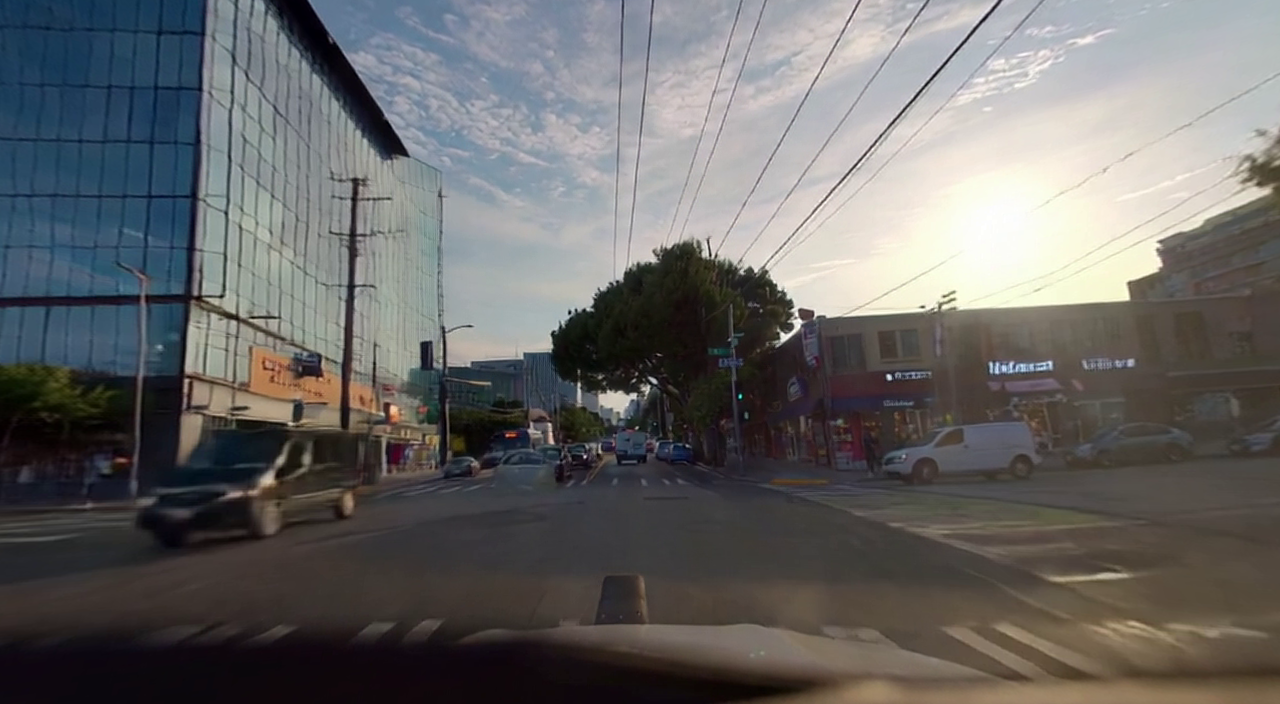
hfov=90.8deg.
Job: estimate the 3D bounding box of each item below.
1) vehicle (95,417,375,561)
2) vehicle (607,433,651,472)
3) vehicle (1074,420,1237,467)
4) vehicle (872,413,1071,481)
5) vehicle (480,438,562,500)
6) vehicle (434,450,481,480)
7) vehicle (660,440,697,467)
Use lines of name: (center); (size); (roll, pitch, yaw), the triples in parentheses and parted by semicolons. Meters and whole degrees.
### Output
vehicle: (-6.628, 2.216, 11.193); (2.090, 1.975, 4.657); (0, -8, -4)
vehicle: (-0.649, 5.248, 33.179); (2.127, 1.893, 4.194); (0, -8, -3)
vehicle: (18.418, 3.287, 22.716); (4.161, 1.586, 1.992); (0, -8, -3)
vehicle: (10.252, 2.997, 19.978); (4.966, 1.826, 2.209); (-3, -8, 6)
vehicle: (-3.653, 3.601, 20.029); (2.026, 1.616, 4.109); (-2, -7, -3)
vehicle: (-10.687, 6.626, 37.297); (1.847, 1.566, 3.525); (-1, -7, -2)
vehicle: (2.391, 6.509, 40.704); (1.934, 1.633, 4.271); (0, -8, -2)
